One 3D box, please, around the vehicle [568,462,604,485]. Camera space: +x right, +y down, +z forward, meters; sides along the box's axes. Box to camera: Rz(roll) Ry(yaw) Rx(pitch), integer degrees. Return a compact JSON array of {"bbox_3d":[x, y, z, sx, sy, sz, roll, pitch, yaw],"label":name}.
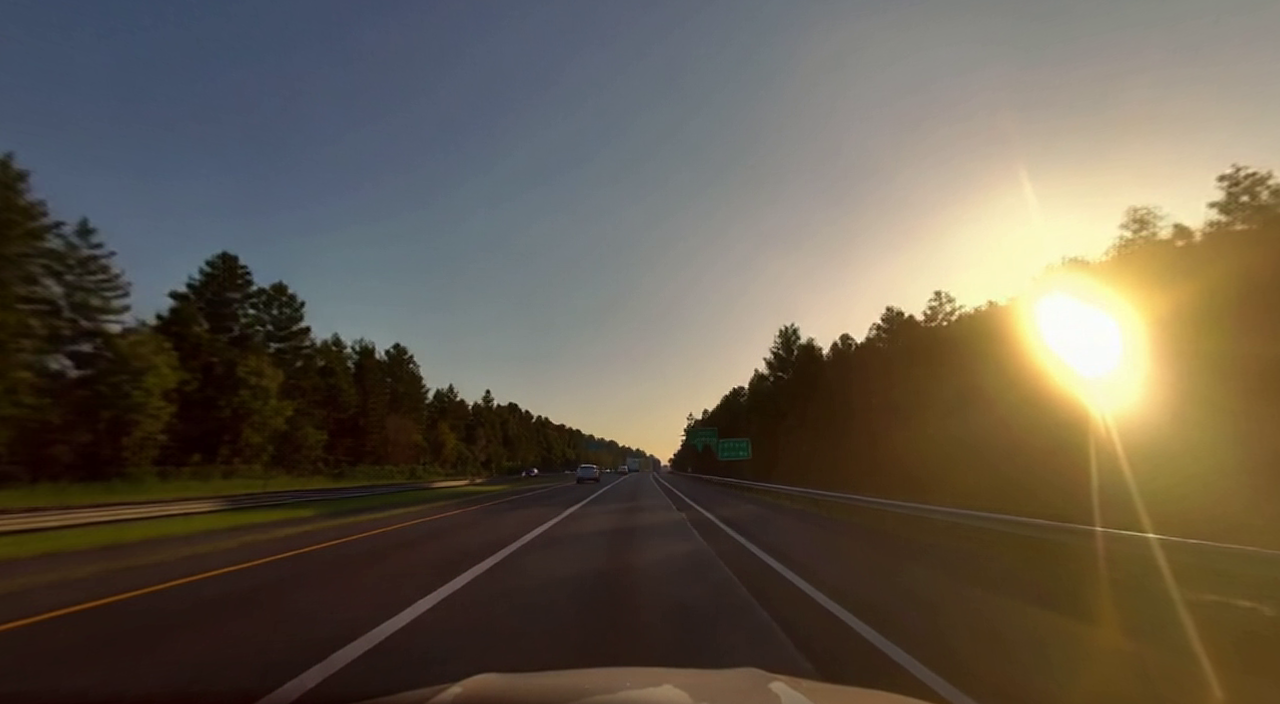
[{"bbox_3d":[-3.883,8.906,46.292,2.180,1.618,4.219,1,-10,1],"label":"vehicle"}]
